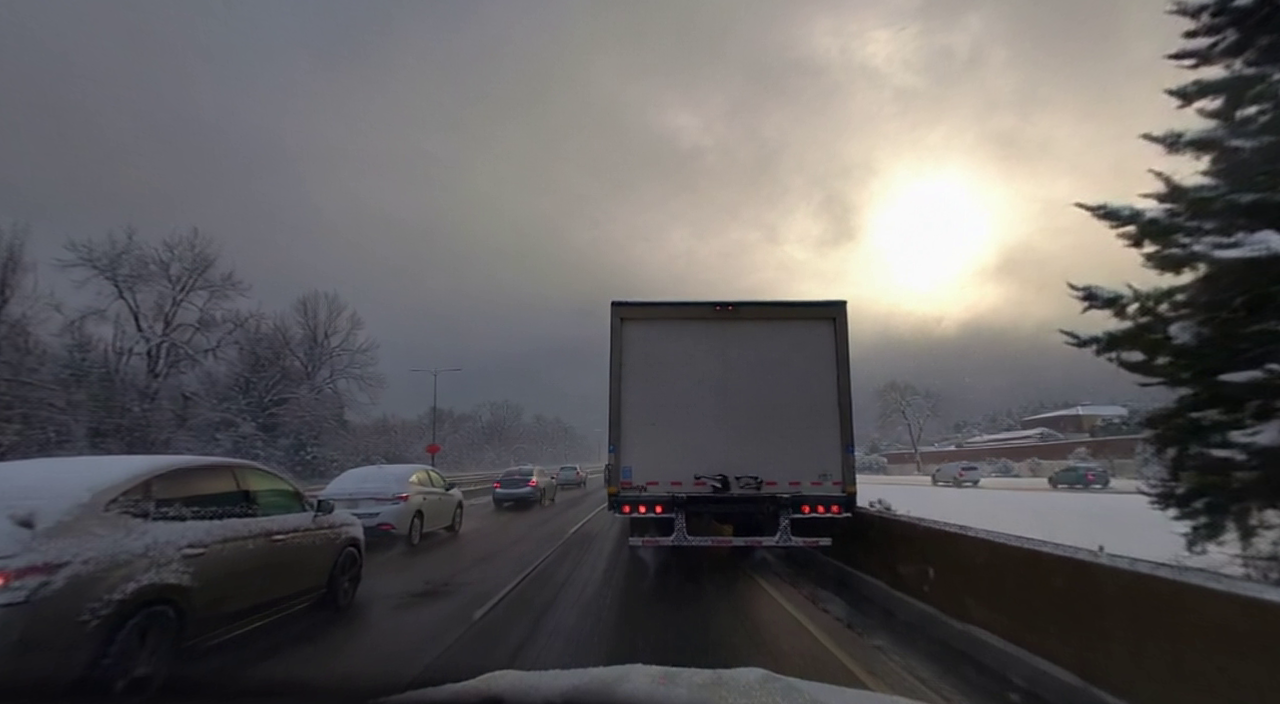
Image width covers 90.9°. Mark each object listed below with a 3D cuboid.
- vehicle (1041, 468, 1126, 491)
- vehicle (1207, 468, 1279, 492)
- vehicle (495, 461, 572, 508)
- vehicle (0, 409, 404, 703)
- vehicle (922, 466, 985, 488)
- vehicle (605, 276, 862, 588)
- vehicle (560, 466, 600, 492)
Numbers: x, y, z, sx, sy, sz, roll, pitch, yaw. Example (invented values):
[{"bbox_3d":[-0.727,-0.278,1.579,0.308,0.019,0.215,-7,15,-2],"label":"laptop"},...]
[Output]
[{"bbox_3d":[30.196,8.677,43.046,4.299,1.465,1.807,-2,-11,15],"label":"vehicle"},{"bbox_3d":[40.582,8.500,41.941,3.974,1.485,1.709,1,-11,-1],"label":"vehicle"},{"bbox_3d":[-3.754,4.801,23.065,1.964,1.482,4.371,0,-11,1],"label":"vehicle"},{"bbox_3d":[-3.501,1.293,4.158,1.983,1.509,4.679,0,-11,1],"label":"vehicle"},{"bbox_3d":[23.566,9.377,47.352,4.107,1.485,1.796,-5,-12,28],"label":"vehicle"},{"bbox_3d":[0.944,1.646,11.514,2.831,3.529,8.689,1,-11,-1],"label":"vehicle"},{"bbox_3d":[-3.477,7.484,37.278,1.867,1.418,3.670,0,-11,2],"label":"vehicle"}]
